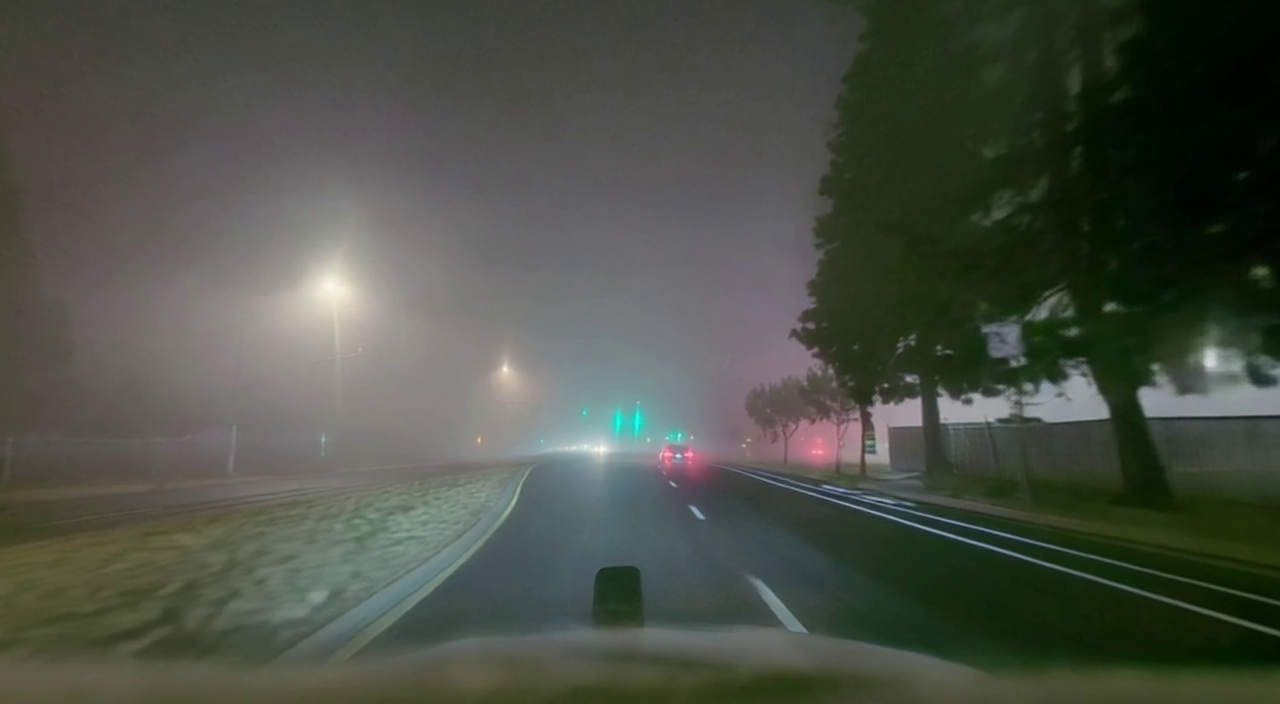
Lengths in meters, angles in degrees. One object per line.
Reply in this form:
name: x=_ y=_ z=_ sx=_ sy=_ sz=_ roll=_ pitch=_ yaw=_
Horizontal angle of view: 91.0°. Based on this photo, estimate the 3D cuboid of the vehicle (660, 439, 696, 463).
vehicle: x=2.489 y=6.632 z=42.233 sx=2.105 sy=1.490 sz=4.008 roll=0 pitch=-8 yaw=-1
